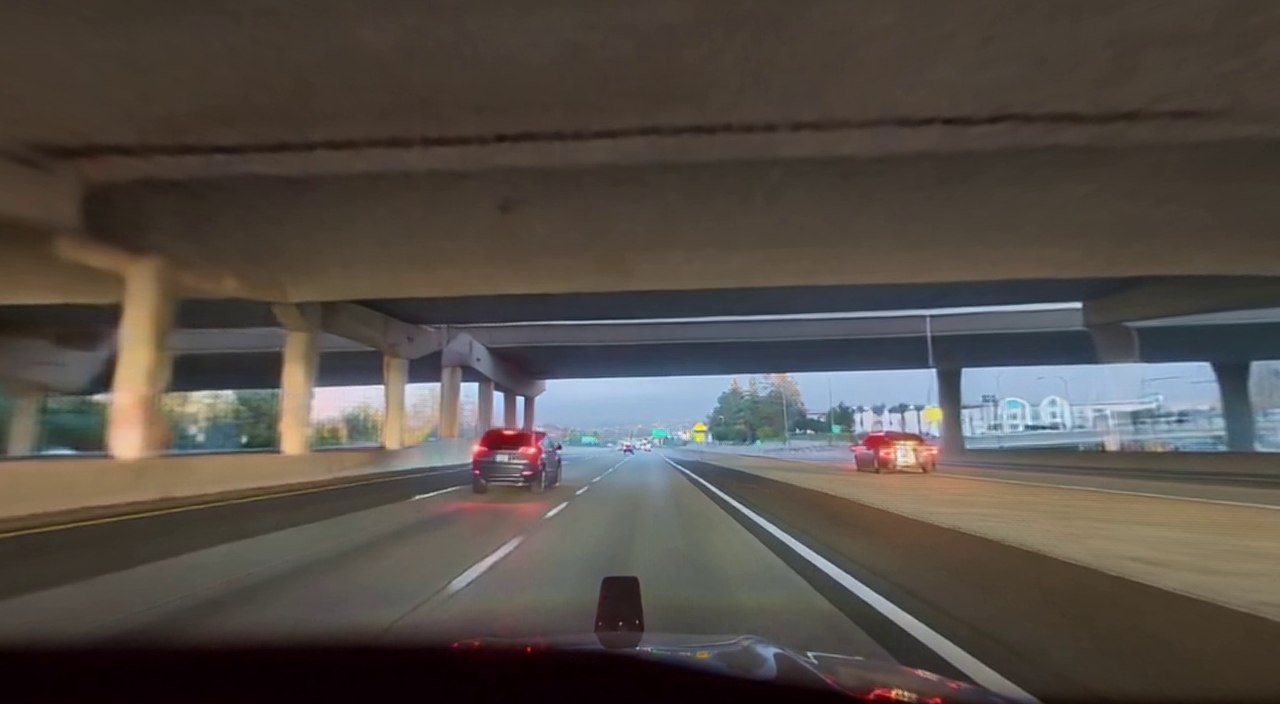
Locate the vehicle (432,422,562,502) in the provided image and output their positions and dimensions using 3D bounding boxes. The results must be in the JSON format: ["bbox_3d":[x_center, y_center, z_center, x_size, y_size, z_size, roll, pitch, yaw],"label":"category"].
[{"bbox_3d":[-3.427,2.760,16.198,2.203,1.734,4.600,0,-9,1],"label":"vehicle"}]
